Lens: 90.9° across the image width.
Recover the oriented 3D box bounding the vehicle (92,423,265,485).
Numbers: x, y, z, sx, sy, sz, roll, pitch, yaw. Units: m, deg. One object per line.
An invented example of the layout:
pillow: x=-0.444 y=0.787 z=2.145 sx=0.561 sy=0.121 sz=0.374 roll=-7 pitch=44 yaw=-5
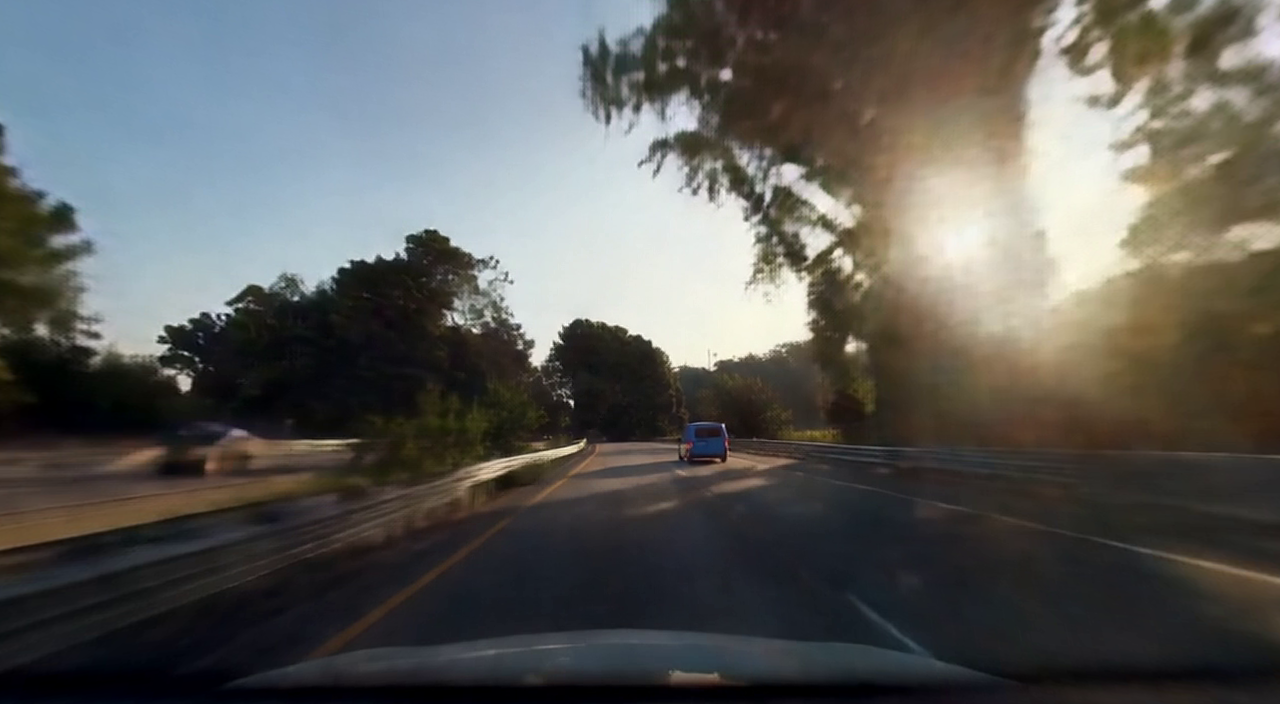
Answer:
vehicle: x=-13.297 y=2.932 z=18.580 sx=2.013 sy=1.589 sz=4.152 roll=0 pitch=-8 yaw=-1

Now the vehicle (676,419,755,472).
vehicle: x=2.736 y=3.547 z=24.095 sx=2.240 sy=1.801 sz=4.545 roll=0 pitch=-8 yaw=-3
